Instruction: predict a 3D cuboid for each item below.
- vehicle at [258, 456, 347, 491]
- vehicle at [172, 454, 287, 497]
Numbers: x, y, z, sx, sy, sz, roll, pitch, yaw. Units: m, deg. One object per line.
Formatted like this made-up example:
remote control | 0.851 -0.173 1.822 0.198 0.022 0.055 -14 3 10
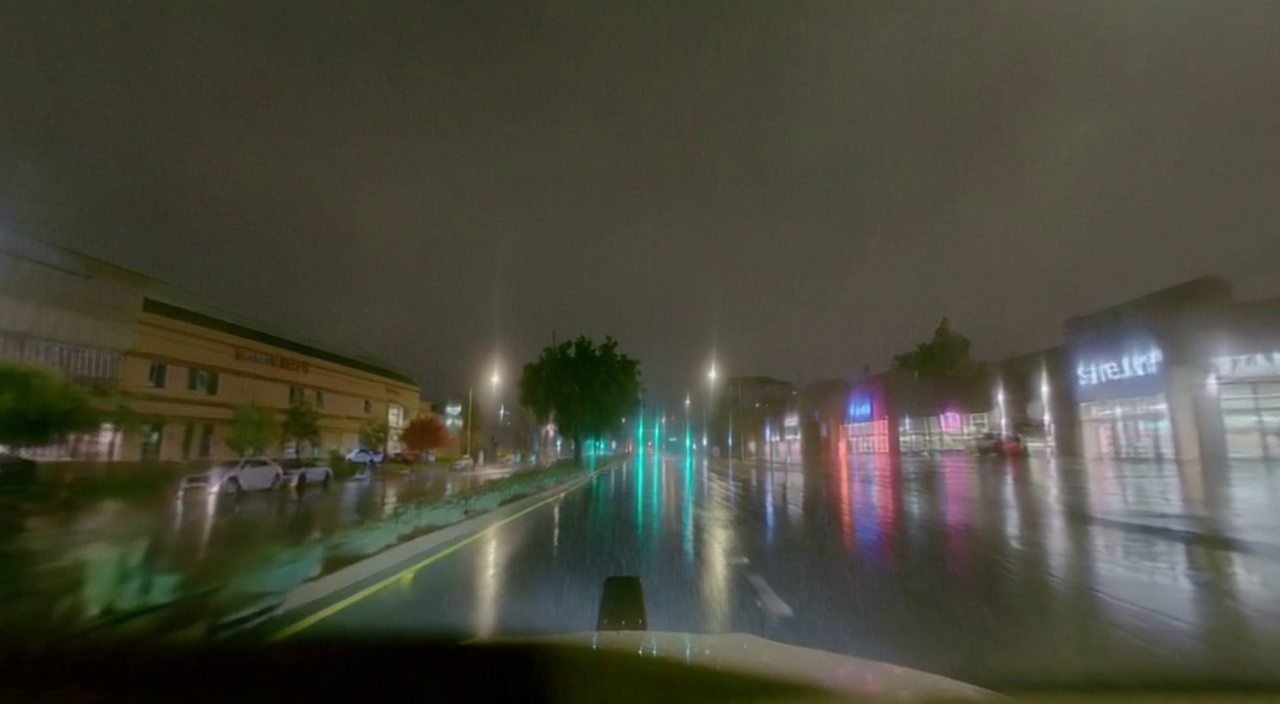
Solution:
vehicle | -18.826 6.778 35.309 1.959 1.535 5.081 0 -7 3
vehicle | -19.135 5.747 29.598 2.029 1.785 4.694 0 -9 3
